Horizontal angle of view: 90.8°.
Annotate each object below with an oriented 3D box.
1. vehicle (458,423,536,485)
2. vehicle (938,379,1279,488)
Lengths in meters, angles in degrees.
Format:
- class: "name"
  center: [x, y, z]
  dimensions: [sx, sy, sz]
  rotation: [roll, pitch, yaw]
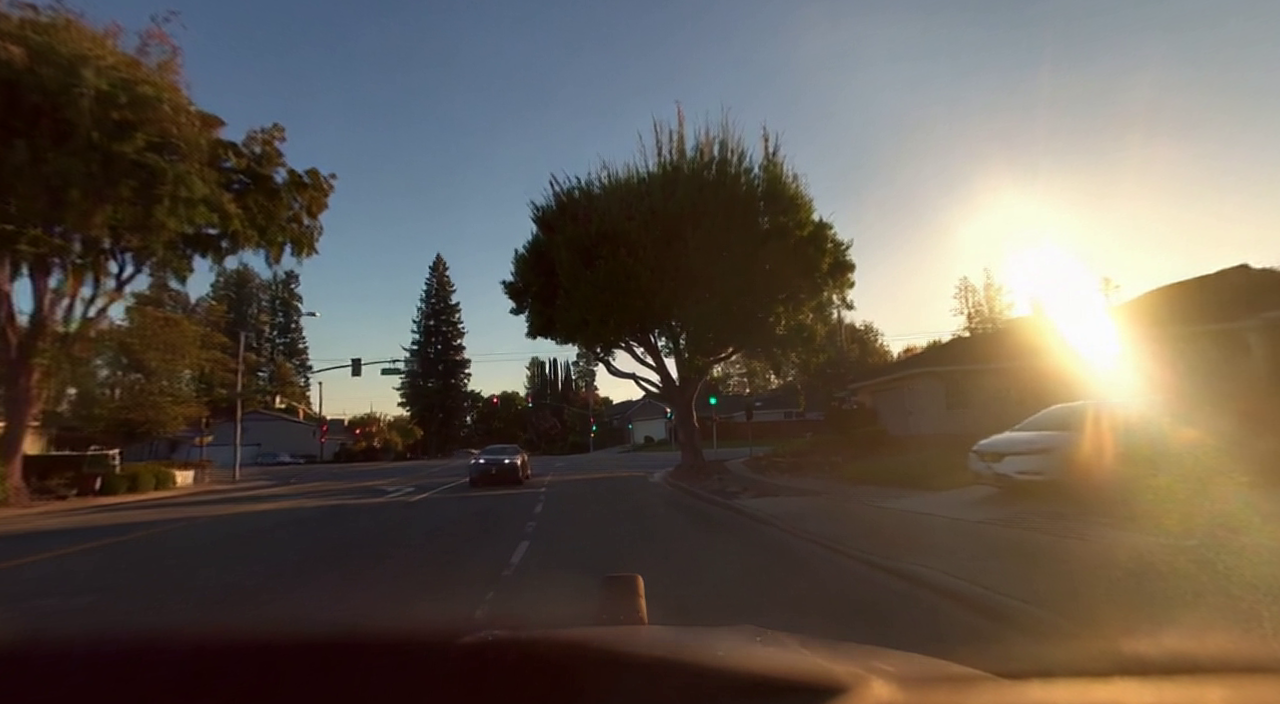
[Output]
- class: "vehicle"
  center: [-4.716, 3.429, 21.465]
  dimensions: [2.041, 1.834, 4.679]
  rotation: [1, -8, -6]
- class: "vehicle"
  center: [7.836, 1.380, 10.630]
  dimensions: [4.663, 1.618, 1.962]
  rotation: [1, -8, -6]
